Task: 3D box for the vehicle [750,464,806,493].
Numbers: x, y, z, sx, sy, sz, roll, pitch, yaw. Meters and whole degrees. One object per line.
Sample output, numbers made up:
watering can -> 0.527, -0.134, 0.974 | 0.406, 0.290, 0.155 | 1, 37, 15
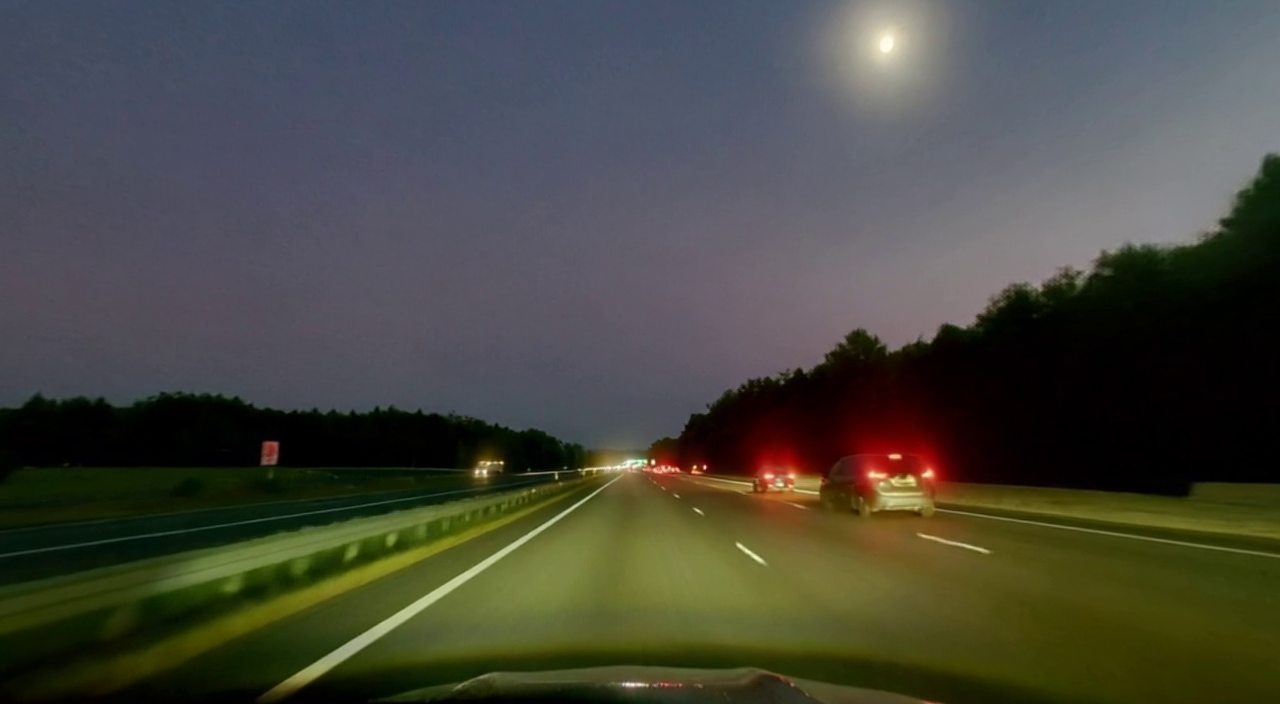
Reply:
vehicle -> 7.587, 7.013, 35.101 | 2.024, 1.476, 4.352 | 1, -10, -2
